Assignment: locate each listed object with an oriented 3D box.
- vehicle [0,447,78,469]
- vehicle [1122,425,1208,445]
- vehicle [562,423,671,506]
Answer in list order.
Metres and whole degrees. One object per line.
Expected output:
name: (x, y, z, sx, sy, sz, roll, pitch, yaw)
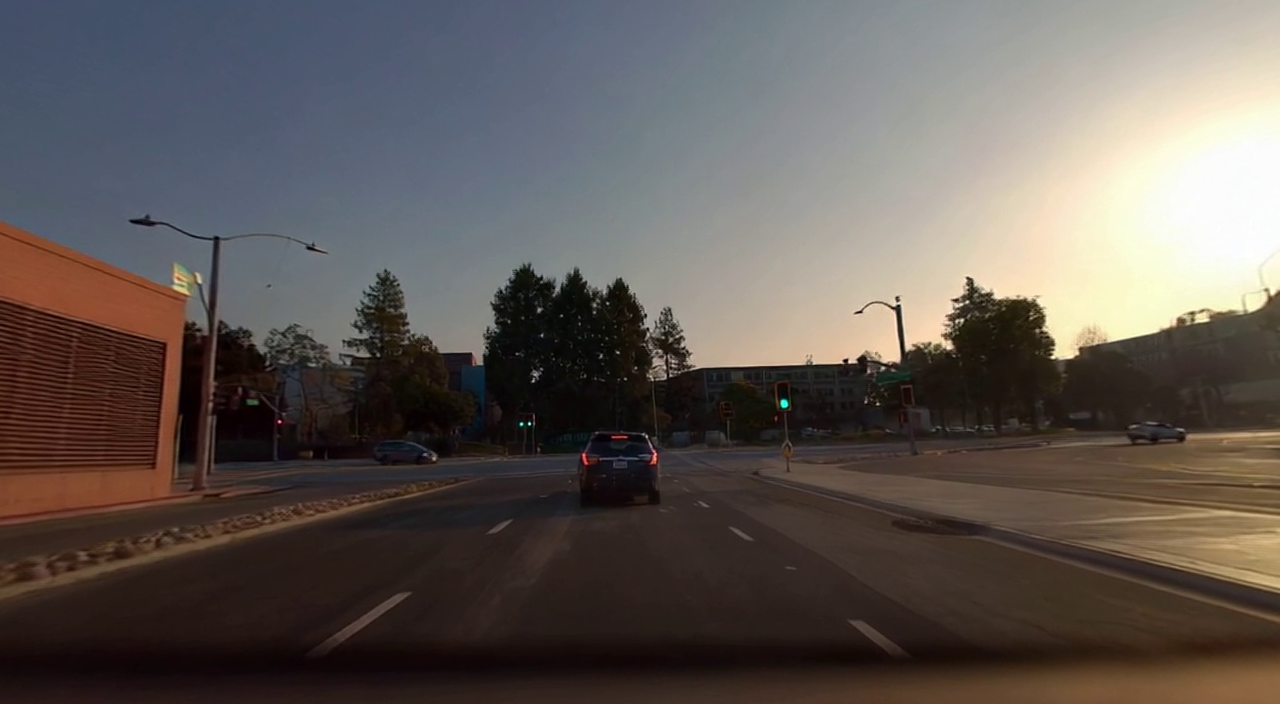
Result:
vehicle: (-46.999, 8.265, 49.250, 4.423, 1.625, 1.899, 0, -8, -2)
vehicle: (40.034, 6.350, 48.191, 4.926, 1.462, 1.803, 0, -8, -1)
vehicle: (-0.523, 2.630, 15.174, 2.218, 1.657, 4.551, 0, -8, -1)
